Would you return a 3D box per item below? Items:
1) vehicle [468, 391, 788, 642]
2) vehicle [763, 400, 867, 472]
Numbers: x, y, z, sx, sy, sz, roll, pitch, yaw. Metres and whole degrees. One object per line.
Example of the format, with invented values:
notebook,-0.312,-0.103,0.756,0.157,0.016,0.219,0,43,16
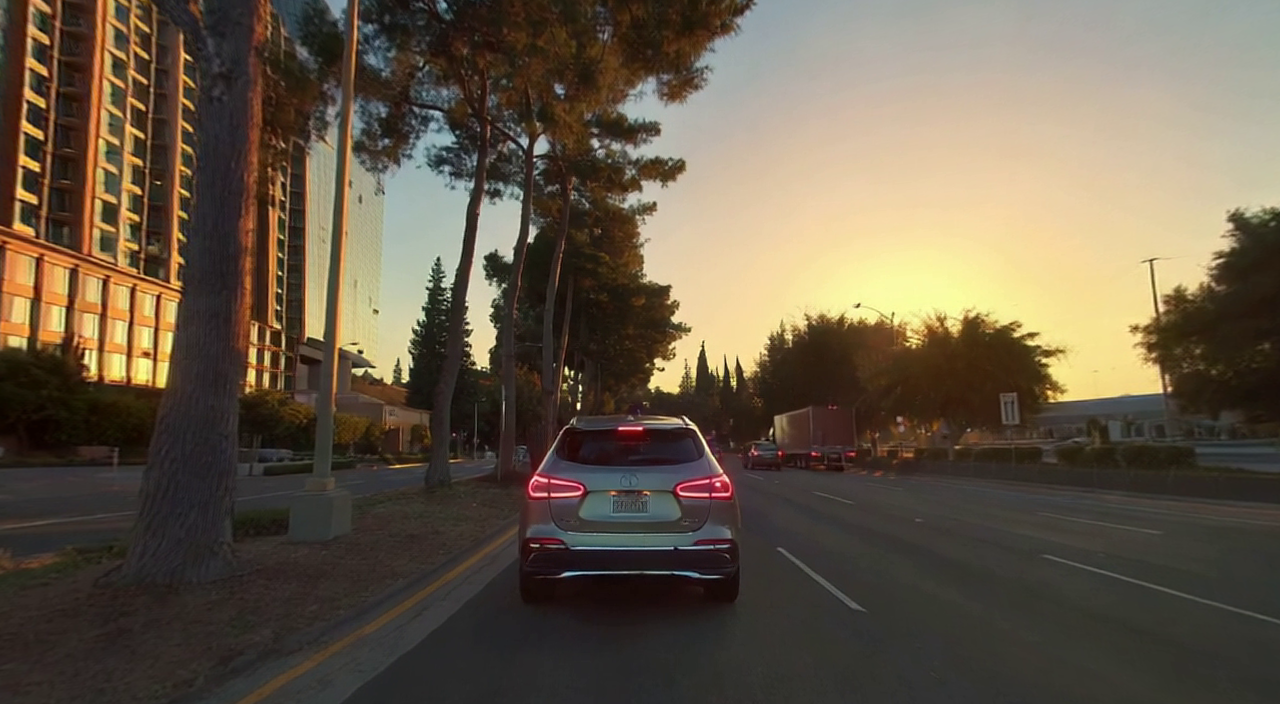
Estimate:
vehicle,-0.108,1.418,6.385,2.172,1.694,4.055,0,-8,-1
vehicle,10.846,5.519,40.612,3.025,3.993,11.243,0,-8,-2
